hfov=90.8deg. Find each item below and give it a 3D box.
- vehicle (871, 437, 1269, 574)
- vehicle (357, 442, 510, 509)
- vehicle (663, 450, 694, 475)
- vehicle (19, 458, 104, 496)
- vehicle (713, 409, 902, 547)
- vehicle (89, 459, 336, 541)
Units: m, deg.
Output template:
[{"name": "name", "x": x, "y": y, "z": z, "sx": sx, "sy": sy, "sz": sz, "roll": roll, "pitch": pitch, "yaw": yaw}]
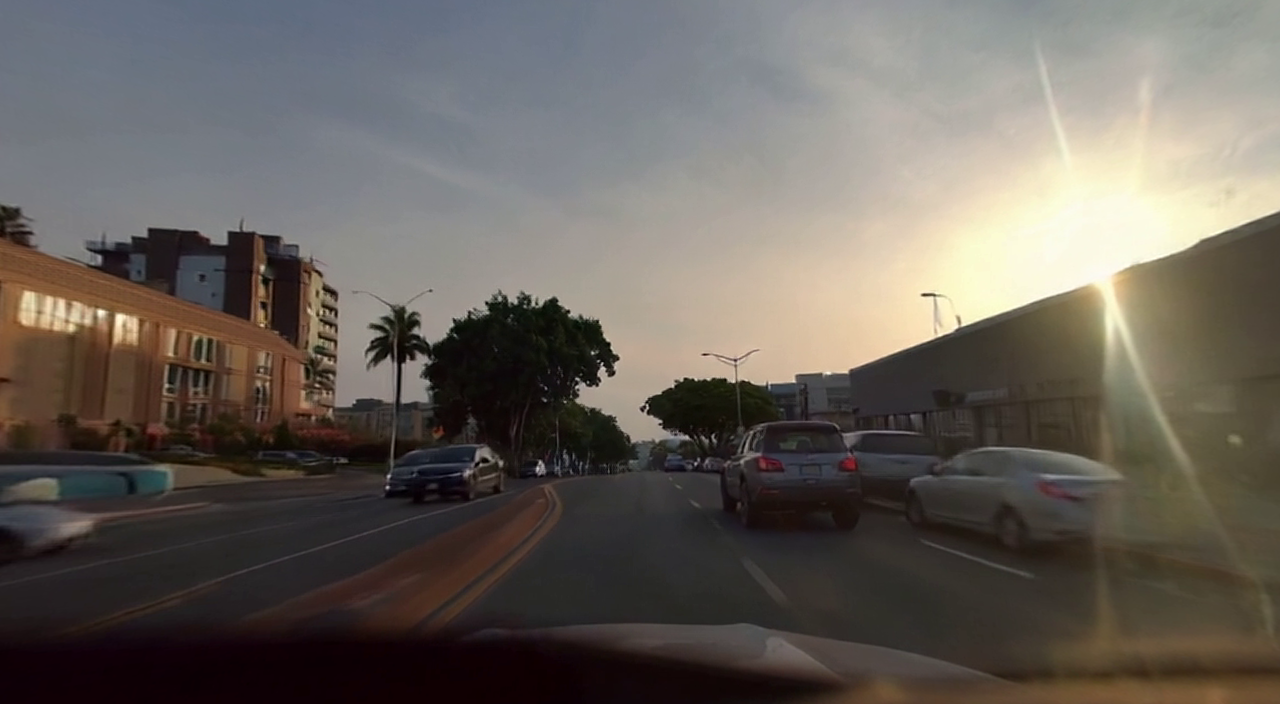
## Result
[{"name": "vehicle", "x": 5.450, "y": 1.991, "z": 9.229, "sx": 2.166, "sy": 1.399, "sz": 5.177, "roll": 0, "pitch": -9, "yaw": 0}, {"name": "vehicle", "x": -5.118, "y": 3.120, "z": 16.570, "sx": 2.153, "sy": 1.469, "sz": 4.939, "roll": -1, "pitch": -9, "yaw": 2}, {"name": "vehicle", "x": 2.820, "y": 8.039, "z": 46.149, "sx": 2.196, "sy": 1.655, "sz": 3.939, "roll": -1, "pitch": -9, "yaw": 4}, {"name": "vehicle", "x": -28.777, "y": 6.163, "z": 31.431, "sx": 3.808, "sy": 1.723, "sz": 2.008, "roll": -6, "pitch": -10, "yaw": 32}, {"name": "vehicle", "x": 2.545, "y": 2.053, "z": 10.884, "sx": 1.995, "sy": 1.858, "sz": 4.333, "roll": 0, "pitch": -9, "yaw": -1}, {"name": "vehicle", "x": -8.772, "y": 3.051, "z": 13.637, "sx": 1.921, "sy": 1.340, "sz": 4.655, "roll": -1, "pitch": -9, "yaw": 3}]
